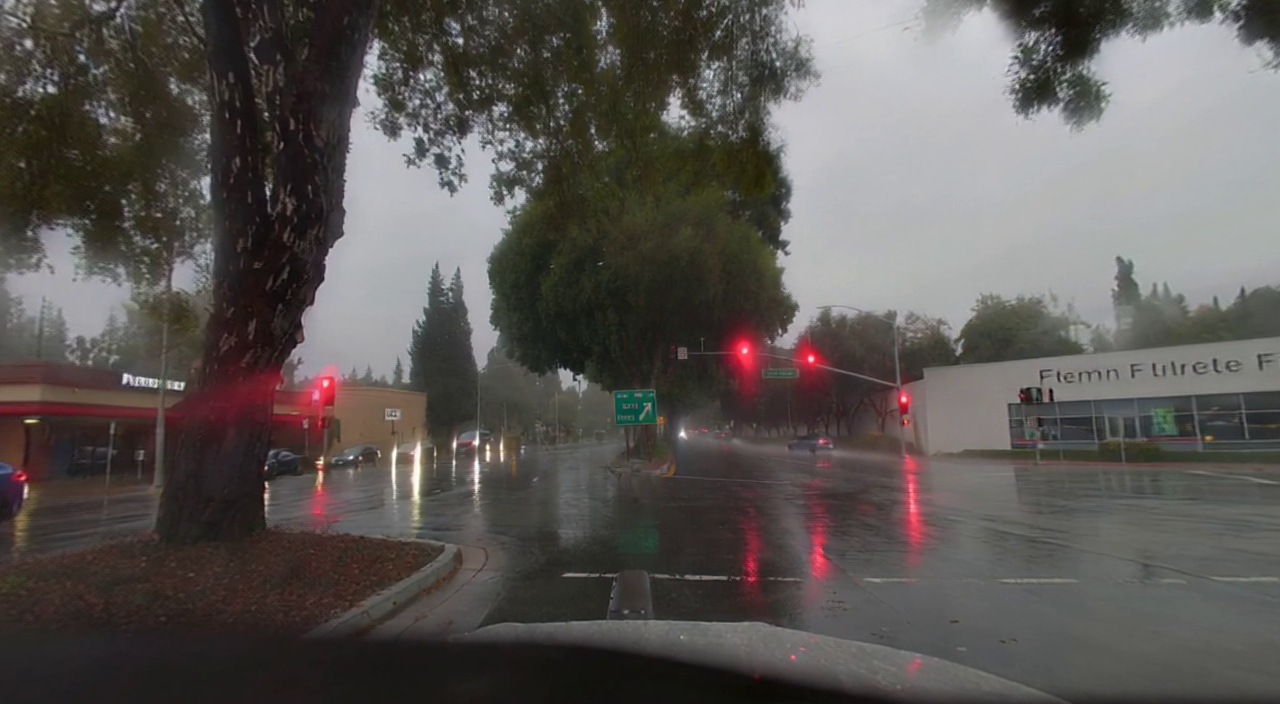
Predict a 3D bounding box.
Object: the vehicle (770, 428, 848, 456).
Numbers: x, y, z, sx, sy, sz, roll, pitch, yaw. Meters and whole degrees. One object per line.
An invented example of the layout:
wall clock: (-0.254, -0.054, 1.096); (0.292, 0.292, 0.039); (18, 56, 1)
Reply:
vehicle: (10.805, 5.797, 40.558); (1.936, 1.664, 4.667); (6, -10, -34)

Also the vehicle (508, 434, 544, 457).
vehicle: (-8.067, 6.658, 45.075); (1.920, 1.546, 4.086); (0, -9, -1)

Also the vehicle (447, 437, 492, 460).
vehicle: (-11.765, 6.685, 43.898); (2.111, 1.499, 4.371); (0, -9, -3)
